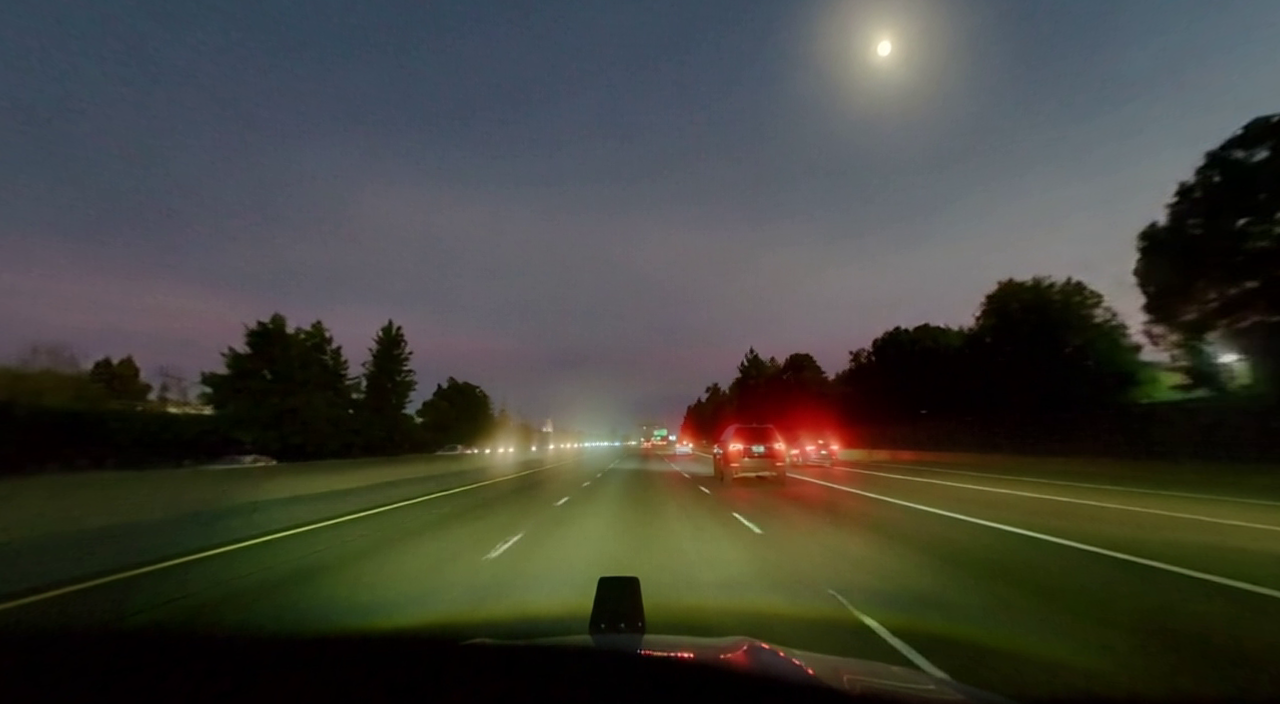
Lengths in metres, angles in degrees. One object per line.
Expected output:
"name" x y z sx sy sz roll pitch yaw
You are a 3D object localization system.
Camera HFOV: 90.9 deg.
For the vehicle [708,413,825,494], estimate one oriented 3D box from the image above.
"vehicle" 3.417 2.903 18.359 2.218 1.964 5.662 0 -8 0
